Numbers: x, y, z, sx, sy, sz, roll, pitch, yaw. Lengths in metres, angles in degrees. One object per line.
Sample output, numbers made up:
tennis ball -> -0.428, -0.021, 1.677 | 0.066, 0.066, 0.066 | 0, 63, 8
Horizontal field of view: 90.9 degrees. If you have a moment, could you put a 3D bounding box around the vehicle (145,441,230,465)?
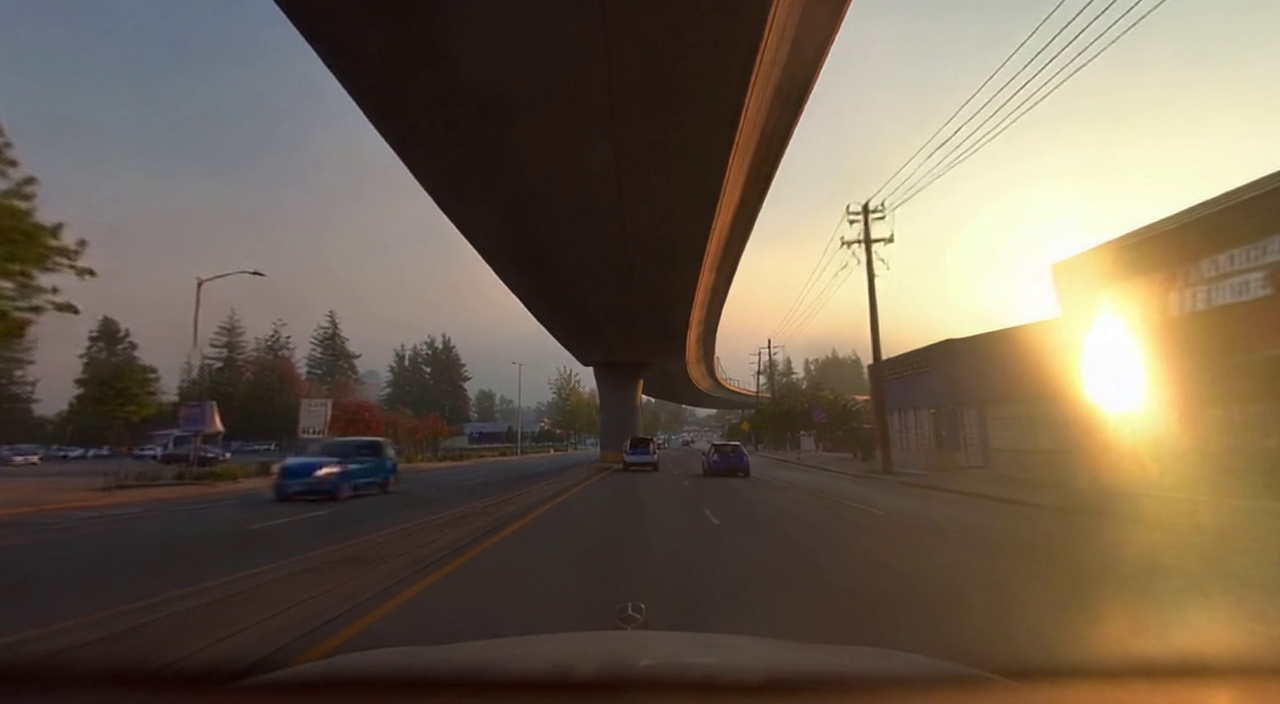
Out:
vehicle -> -33.543, 7.514, 46.873 | 4.540, 1.717, 2.066 | 2, -9, -13

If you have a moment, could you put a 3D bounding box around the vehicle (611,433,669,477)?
vehicle -> 0.064, 4.661, 28.829 | 2.441, 1.813, 4.581 | 0, -8, 1

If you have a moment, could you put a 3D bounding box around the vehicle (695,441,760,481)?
vehicle -> 3.462, 4.394, 25.764 | 1.954, 1.479, 4.557 | 0, -8, 0

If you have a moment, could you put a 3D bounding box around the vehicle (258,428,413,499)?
vehicle -> -8.670, 3.198, 18.546 | 2.137, 1.811, 4.549 | 0, -8, 2
